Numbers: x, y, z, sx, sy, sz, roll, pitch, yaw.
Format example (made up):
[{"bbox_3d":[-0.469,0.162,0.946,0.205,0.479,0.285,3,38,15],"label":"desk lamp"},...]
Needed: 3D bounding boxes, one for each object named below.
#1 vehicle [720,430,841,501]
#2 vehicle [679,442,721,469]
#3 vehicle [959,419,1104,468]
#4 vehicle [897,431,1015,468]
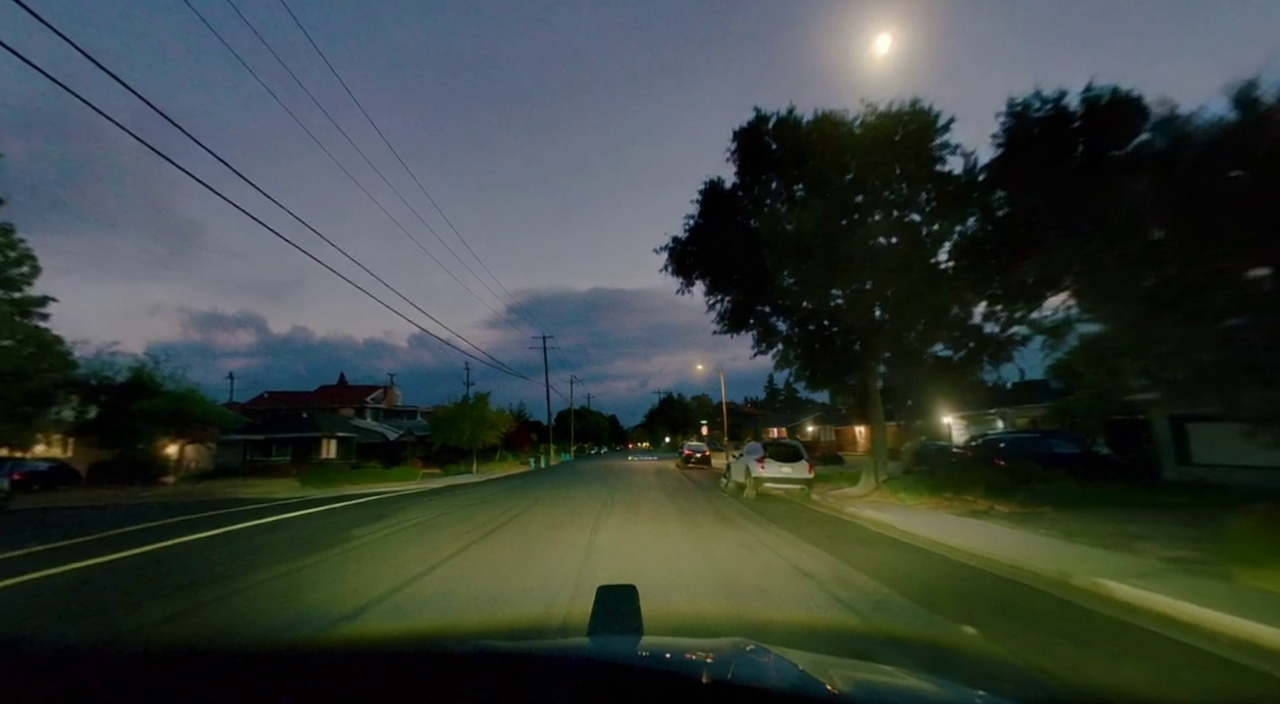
[{"bbox_3d":[3.706,3.094,17.633,2.134,1.720,4.515,0,-9,-3],"label":"vehicle"},{"bbox_3d":[3.533,6.151,37.774,2.012,1.531,4.557,0,-9,-1],"label":"vehicle"},{"bbox_3d":[15.314,3.590,24.894,4.283,1.660,2.035,-3,-7,0],"label":"vehicle"},{"bbox_3d":[13.808,4.274,27.794,4.116,1.435,1.920,-2,-8,1],"label":"vehicle"}]
